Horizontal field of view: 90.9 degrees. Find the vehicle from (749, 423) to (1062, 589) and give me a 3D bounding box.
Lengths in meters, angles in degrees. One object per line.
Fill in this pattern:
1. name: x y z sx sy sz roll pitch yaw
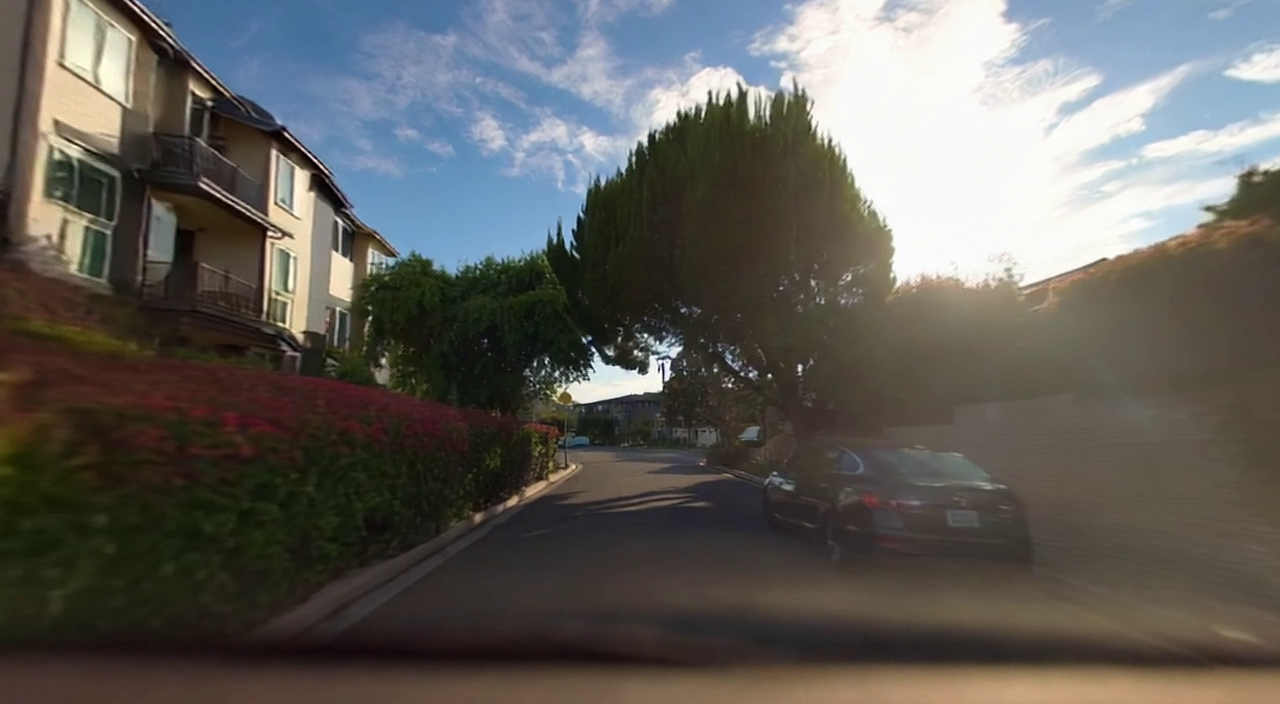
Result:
1. vehicle: 2.810 1.674 7.869 1.955 1.498 4.046 0 -7 -3
